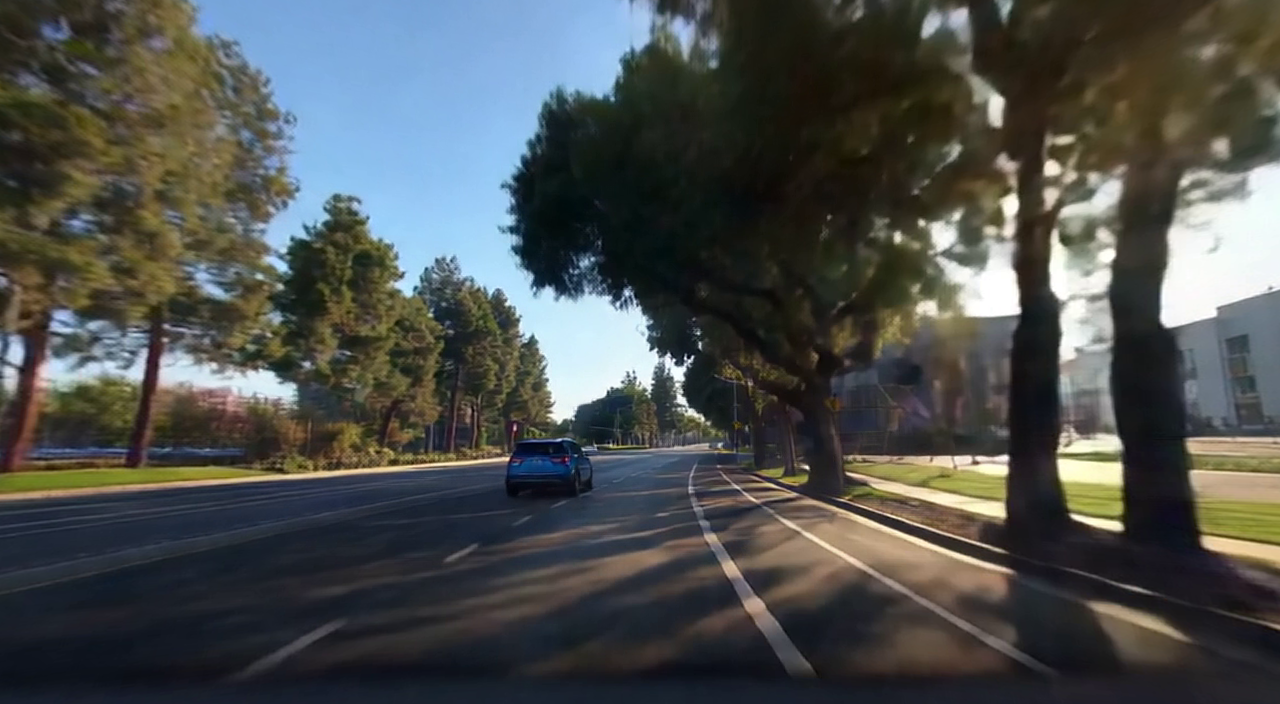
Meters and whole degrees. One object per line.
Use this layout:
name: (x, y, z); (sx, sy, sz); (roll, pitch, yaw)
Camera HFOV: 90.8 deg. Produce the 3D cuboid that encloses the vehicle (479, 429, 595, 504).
vehicle: (-2.554, 2.999, 16.912); (2.121, 1.724, 4.392); (-1, -9, 3)
